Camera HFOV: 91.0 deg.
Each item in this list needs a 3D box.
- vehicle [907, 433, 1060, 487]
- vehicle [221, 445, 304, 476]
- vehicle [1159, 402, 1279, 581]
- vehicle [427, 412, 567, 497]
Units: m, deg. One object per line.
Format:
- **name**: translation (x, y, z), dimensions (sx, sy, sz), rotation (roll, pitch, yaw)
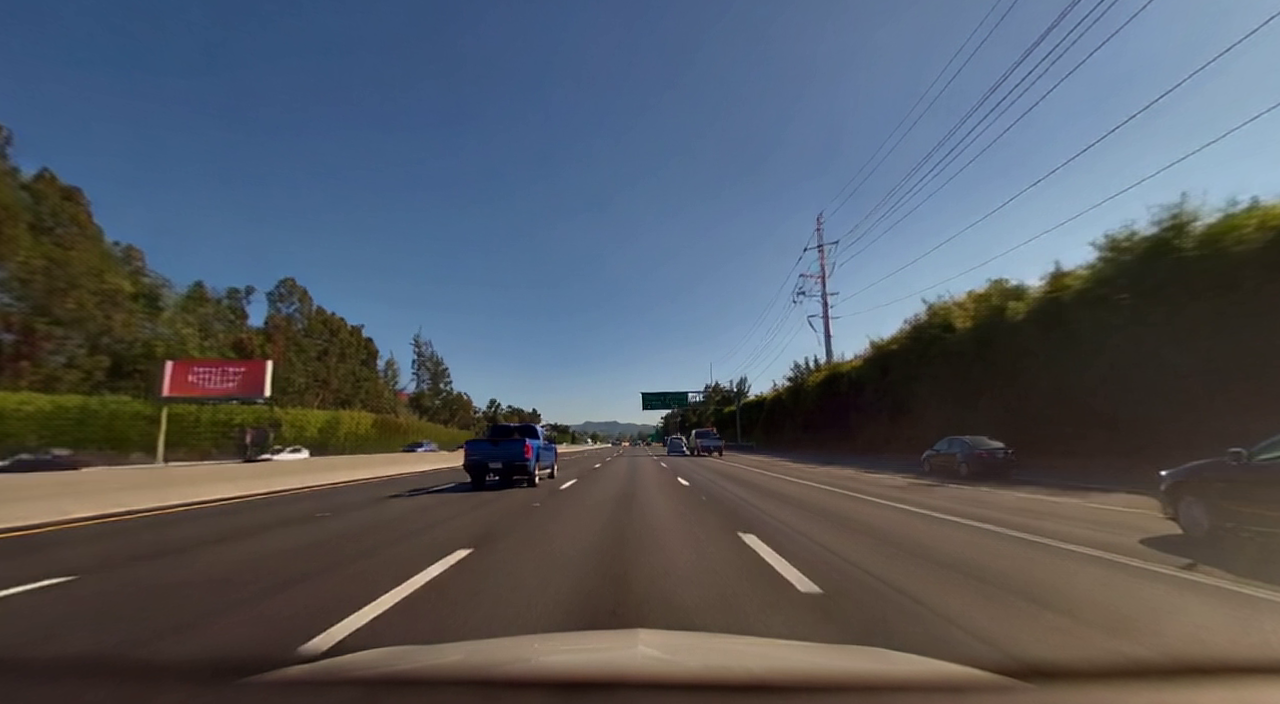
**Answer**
- **vehicle**: translation (10.495, 3.334, 19.747), dimensions (2.076, 1.470, 4.644), rotation (0, -8, -1)
- **vehicle**: translation (-21.806, 6.265, 36.630), dimensions (1.970, 1.705, 4.552), rotation (0, -8, 0)
- **vehicle**: translation (6.975, 1.164, 4.942), dimensions (1.976, 1.646, 4.370), rotation (0, -8, -1)
- **vehicle**: translation (-3.812, 2.938, 18.335), dimensions (2.508, 2.023, 6.176), rotation (0, -8, 1)
